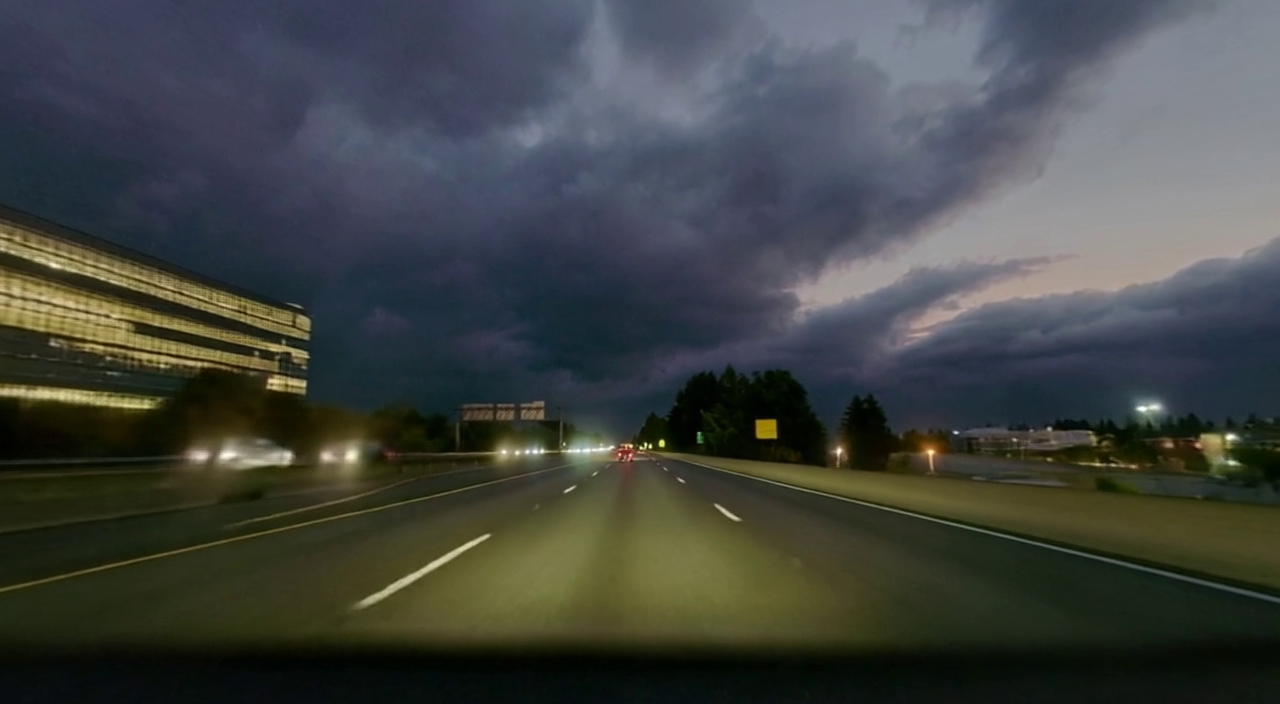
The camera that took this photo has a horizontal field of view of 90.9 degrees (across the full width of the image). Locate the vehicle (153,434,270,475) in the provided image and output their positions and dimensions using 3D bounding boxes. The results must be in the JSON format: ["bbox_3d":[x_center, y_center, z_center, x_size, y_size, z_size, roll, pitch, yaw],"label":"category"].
[{"bbox_3d":[-18.749,4.518,27.866,2.147,1.616,4.226,0,-9,0],"label":"vehicle"}]

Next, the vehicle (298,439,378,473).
[{"bbox_3d":[-14.425,4.993,30.388,1.901,1.462,3.936,0,-9,0],"label":"vehicle"}]
